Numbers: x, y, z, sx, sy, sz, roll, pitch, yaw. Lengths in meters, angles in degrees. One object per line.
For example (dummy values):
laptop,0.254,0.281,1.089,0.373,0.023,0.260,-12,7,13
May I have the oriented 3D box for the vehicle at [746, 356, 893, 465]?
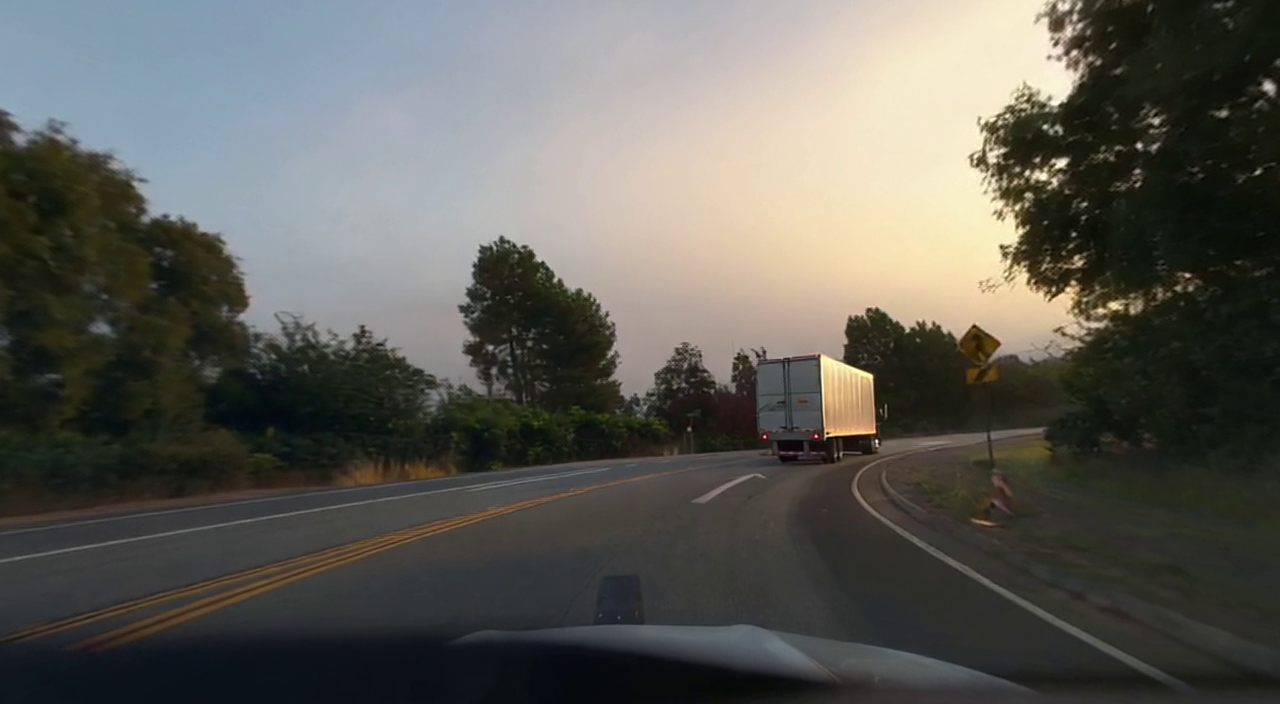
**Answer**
vehicle,8.013,2.676,26.666,2.837,3.712,10.484,-5,-9,33
